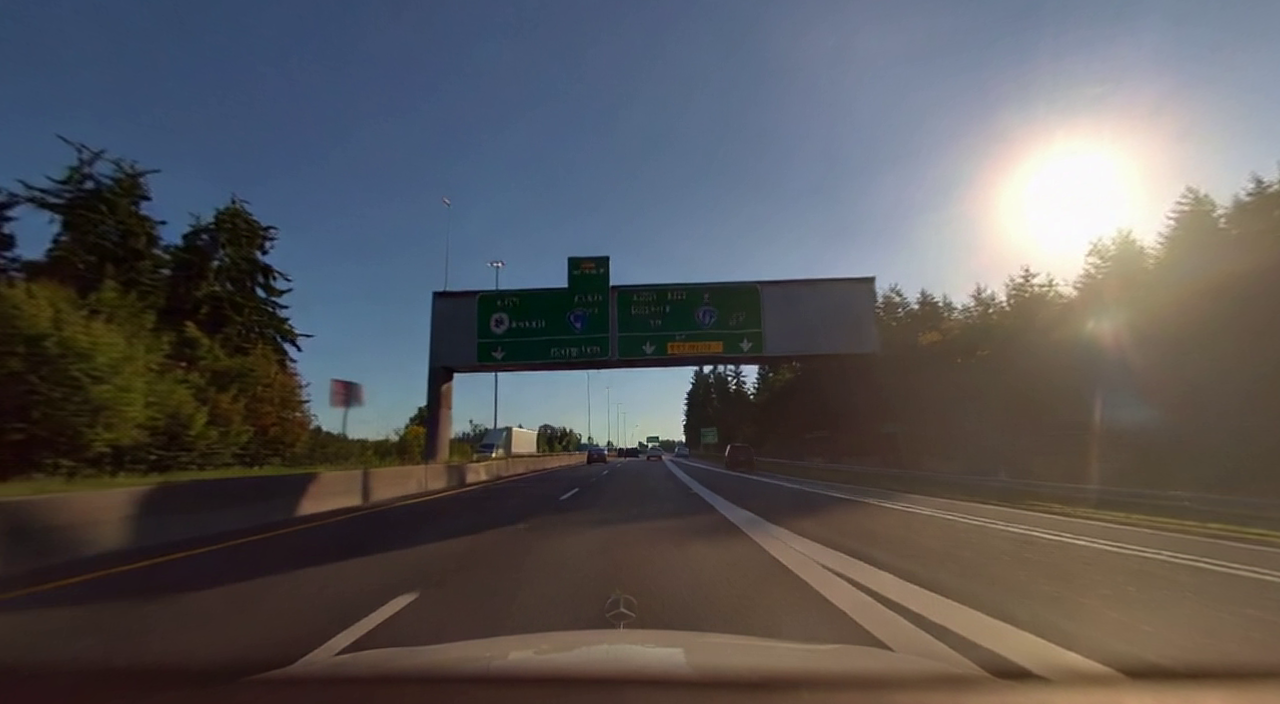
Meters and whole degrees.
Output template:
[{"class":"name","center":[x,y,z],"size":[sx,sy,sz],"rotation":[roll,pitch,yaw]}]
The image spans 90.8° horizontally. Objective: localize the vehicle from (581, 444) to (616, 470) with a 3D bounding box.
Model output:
[{"class":"vehicle","center":[-2.787,7.149,43.187],"size":[2.037,1.638,4.274],"rotation":[0,-9,1]}]

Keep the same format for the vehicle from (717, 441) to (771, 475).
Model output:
[{"class":"vehicle","center":[5.370,5.529,33.054],"size":[2.021,1.639,4.203],"rotation":[0,-9,-1]}]
